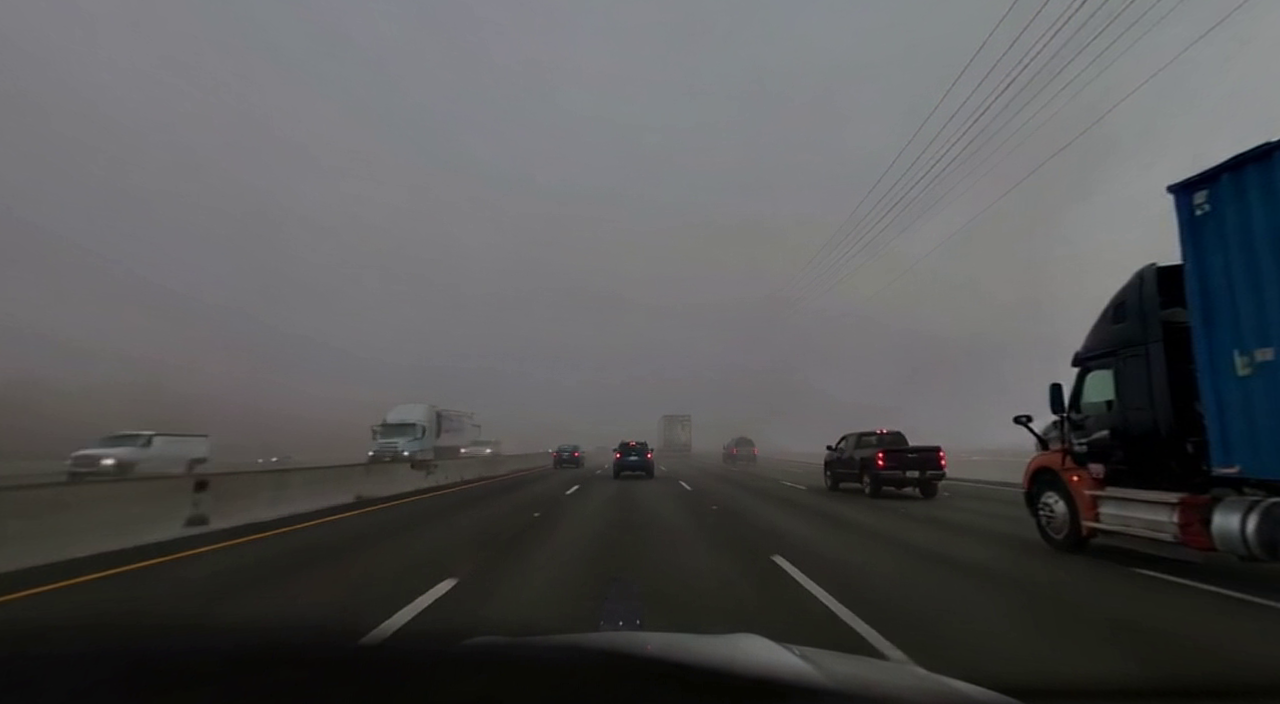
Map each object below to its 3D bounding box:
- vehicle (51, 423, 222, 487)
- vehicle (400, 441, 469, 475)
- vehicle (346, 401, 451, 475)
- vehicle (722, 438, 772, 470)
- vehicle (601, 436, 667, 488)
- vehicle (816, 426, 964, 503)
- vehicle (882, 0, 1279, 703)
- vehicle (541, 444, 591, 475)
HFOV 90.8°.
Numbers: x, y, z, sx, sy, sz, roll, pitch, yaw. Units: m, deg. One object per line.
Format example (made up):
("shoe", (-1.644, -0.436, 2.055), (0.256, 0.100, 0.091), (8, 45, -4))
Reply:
("vehicle", (-20.843, 4.315, 26.682), (2.247, 2.391, 5.960), (0, -9, 0))
("vehicle", (-10.771, 5.589, 33.472), (2.043, 1.628, 4.675), (0, -9, 1))
("vehicle", (-14.087, 5.189, 37.764), (3.075, 3.927, 8.116), (0, -9, 0))
("vehicle", (7.027, 6.801, 42.265), (2.302, 1.973, 5.502), (0, -9, -1))
("vehicle", (-0.219, 3.981, 23.132), (2.191, 1.685, 4.015), (0, -9, 0))
("vehicle", (6.892, 3.174, 18.202), (2.086, 1.862, 5.232), (0, -9, 0))
("vehicle", (3.554, -0.438, 0.892), (3.013, 3.940, 7.933), (0, -9, -2))
("vehicle", (-3.810, 5.626, 33.284), (2.025, 1.498, 4.675), (0, -9, 0))
